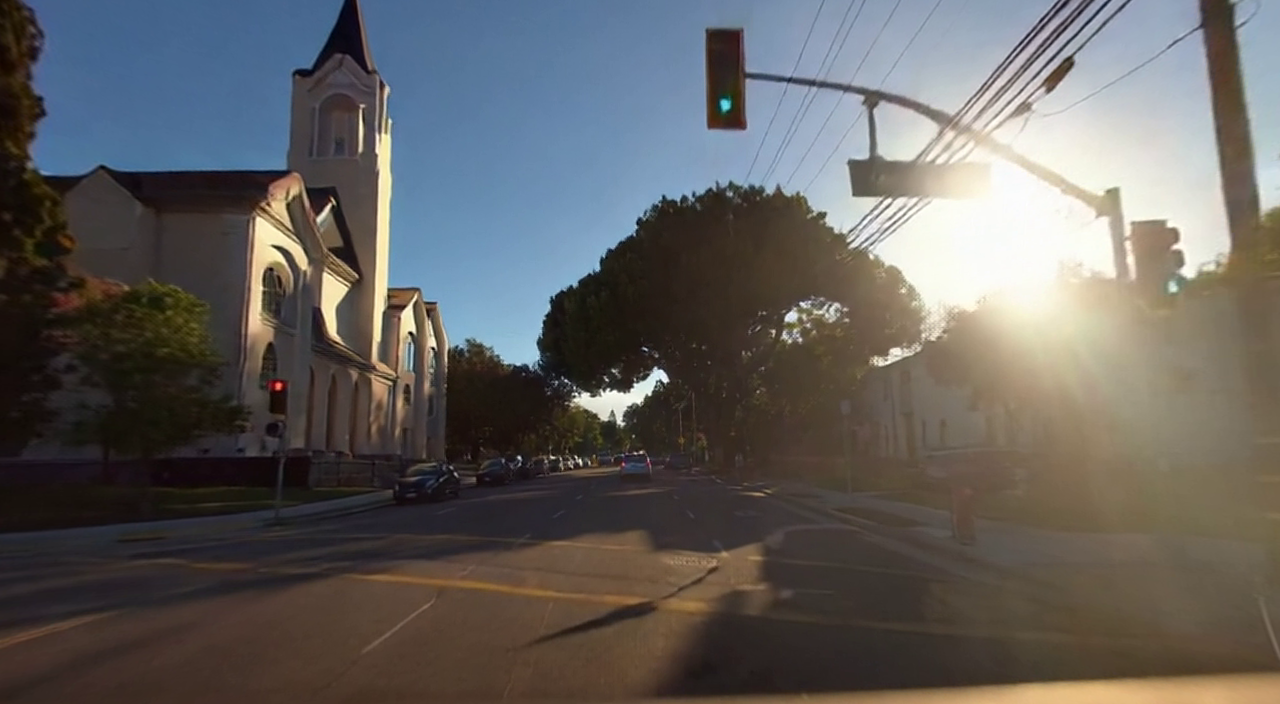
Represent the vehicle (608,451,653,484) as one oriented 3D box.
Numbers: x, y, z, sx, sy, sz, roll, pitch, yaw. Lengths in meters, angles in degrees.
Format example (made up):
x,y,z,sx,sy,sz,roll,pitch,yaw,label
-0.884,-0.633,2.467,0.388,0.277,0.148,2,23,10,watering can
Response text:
x,y,z,sx,sy,sz,roll,pitch,yaw,label
-0.453,5.732,31.417,2.093,1.497,4.010,0,-9,-1,vehicle
